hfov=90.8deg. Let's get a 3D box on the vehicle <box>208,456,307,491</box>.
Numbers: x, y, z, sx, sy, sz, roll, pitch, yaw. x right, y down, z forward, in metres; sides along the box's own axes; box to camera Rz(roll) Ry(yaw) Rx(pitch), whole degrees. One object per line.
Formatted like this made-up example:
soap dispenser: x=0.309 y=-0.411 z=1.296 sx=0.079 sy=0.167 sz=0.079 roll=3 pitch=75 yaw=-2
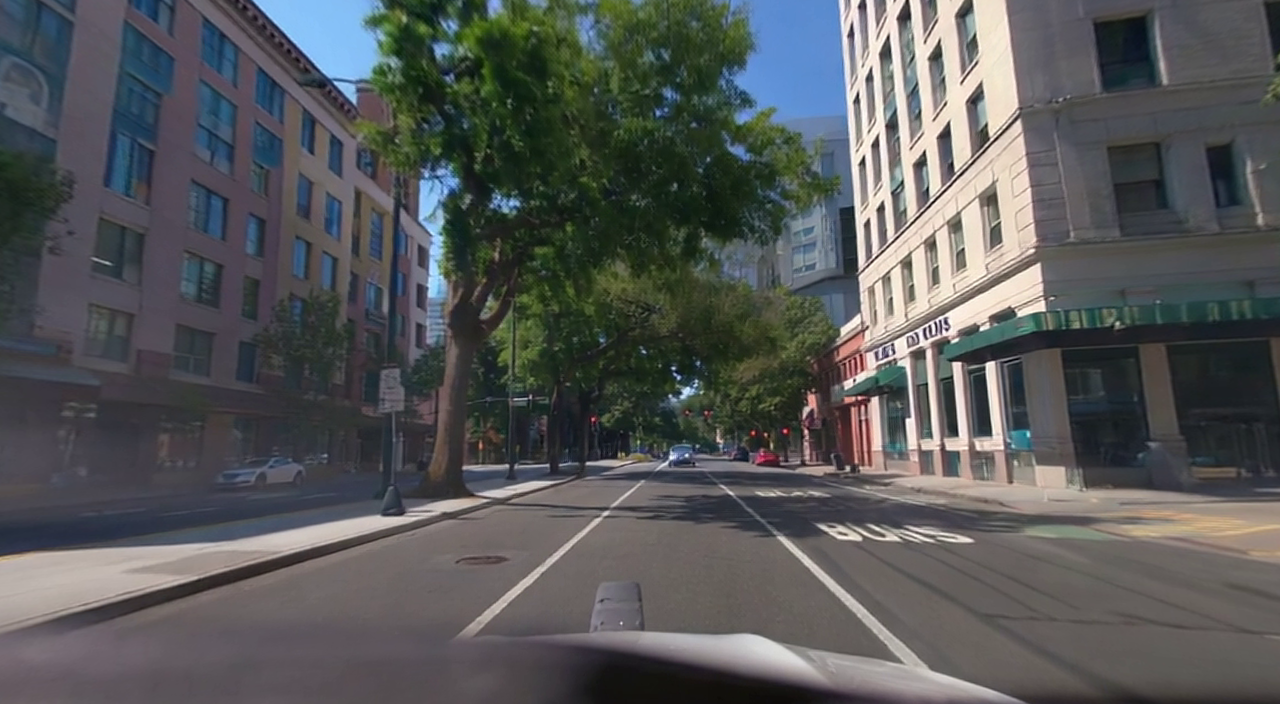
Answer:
vehicle: x=-18.691 y=5.926 z=31.149 sx=1.840 sy=1.440 sz=4.442 roll=-3 pitch=-9 yaw=4
